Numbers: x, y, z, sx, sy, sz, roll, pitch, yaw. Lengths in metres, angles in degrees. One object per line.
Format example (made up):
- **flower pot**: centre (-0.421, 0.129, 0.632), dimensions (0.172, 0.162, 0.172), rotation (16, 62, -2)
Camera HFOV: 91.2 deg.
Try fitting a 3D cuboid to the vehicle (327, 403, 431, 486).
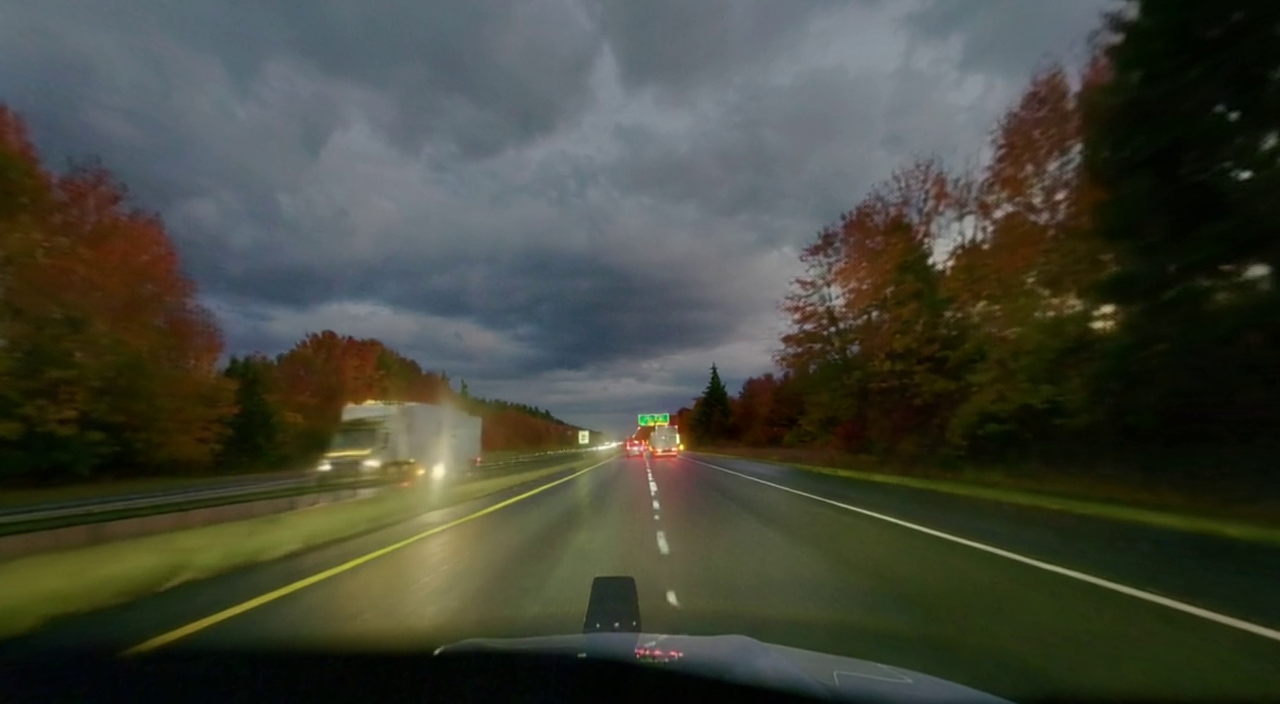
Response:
- **vehicle**: centre (-14.119, 5.105, 34.570), dimensions (3.027, 4.079, 6.174), rotation (0, -9, 0)
